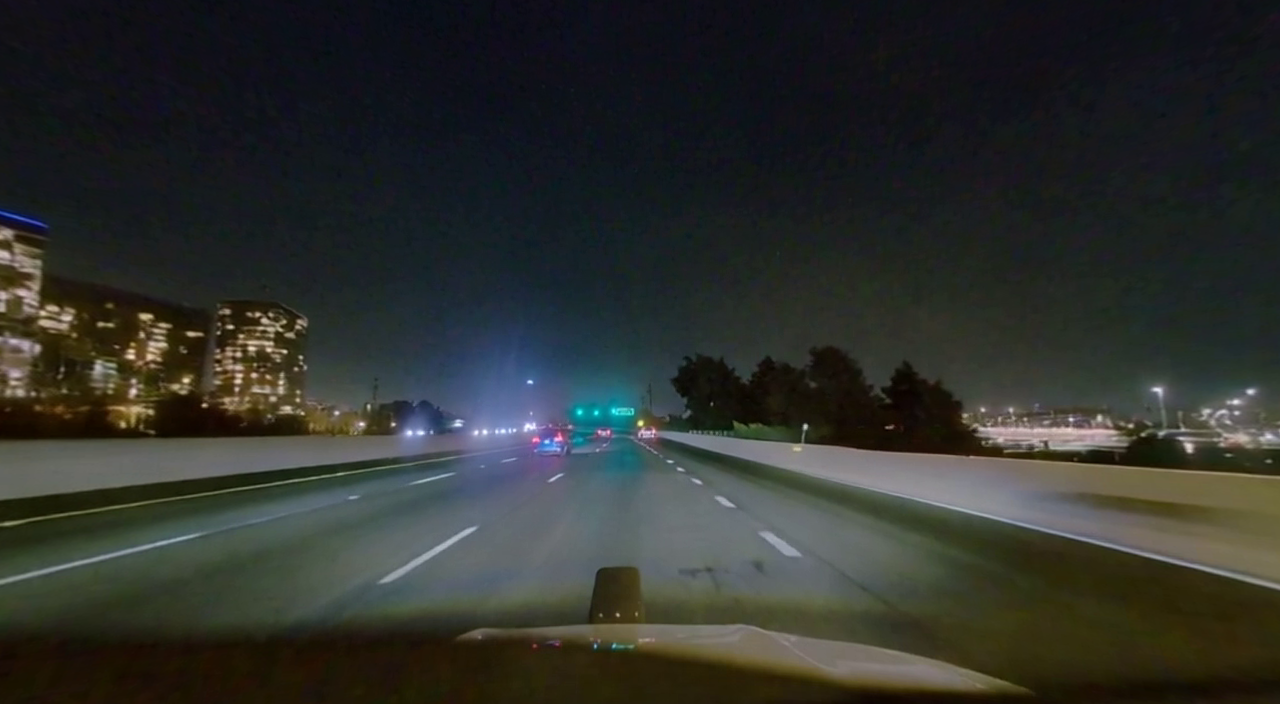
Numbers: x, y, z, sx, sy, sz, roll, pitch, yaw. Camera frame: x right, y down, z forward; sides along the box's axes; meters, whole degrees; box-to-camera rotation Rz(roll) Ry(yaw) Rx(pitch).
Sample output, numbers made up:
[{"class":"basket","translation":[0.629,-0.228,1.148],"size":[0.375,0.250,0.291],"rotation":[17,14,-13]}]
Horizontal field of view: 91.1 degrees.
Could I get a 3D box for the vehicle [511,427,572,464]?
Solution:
[{"class":"vehicle","translation":[-4.242,4.094,27.863],"size":[1.996,1.490,4.571],"rotation":[0,-8,-1]}]
